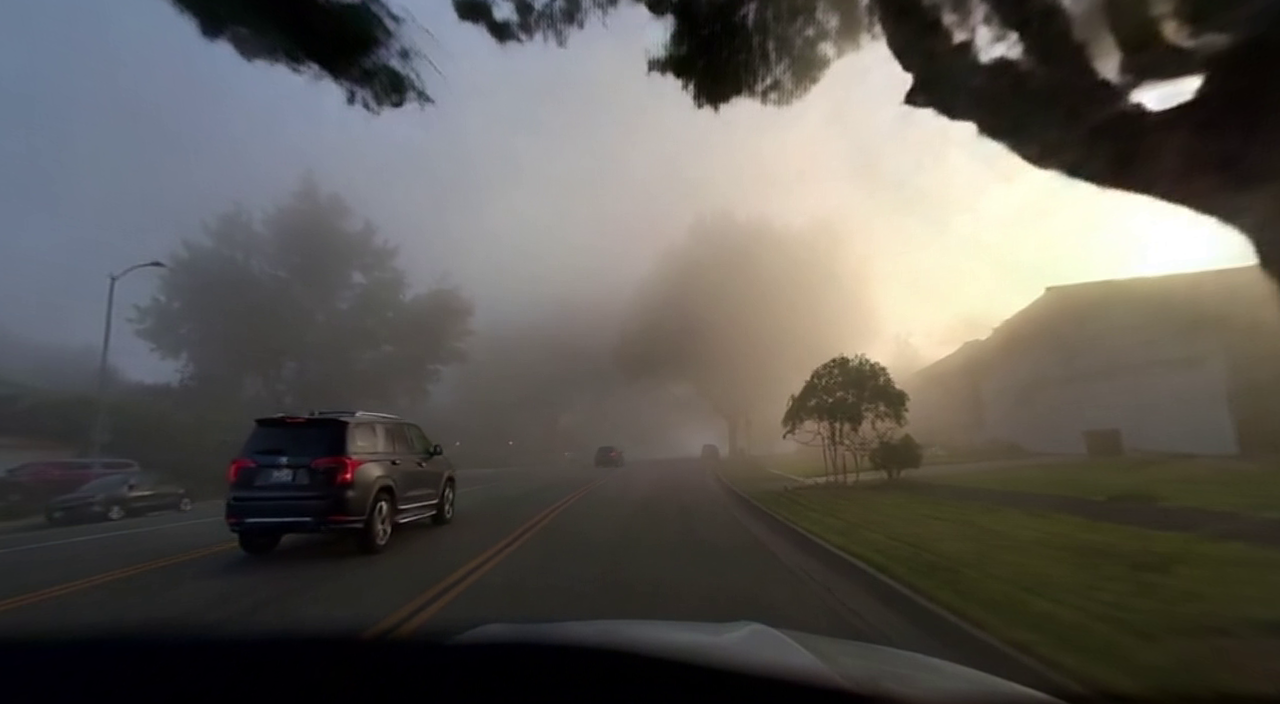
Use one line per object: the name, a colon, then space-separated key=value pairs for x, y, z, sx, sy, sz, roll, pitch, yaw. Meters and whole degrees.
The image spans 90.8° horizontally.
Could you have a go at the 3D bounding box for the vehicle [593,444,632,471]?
vehicle: x=-1.811 y=7.141 z=42.922 sx=2.001 sy=1.664 sz=4.174 roll=-1 pitch=-9 yaw=7

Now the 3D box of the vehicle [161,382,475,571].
vehicle: x=-4.260 y=1.761 z=9.667 sx=2.085 sy=2.084 sz=5.133 roll=0 pitch=-9 yaw=0

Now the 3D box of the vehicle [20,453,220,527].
vehicle: x=-15.716 y=4.128 z=19.543 sx=2.029 sy=1.887 sz=4.668 roll=-1 pitch=-8 yaw=3
